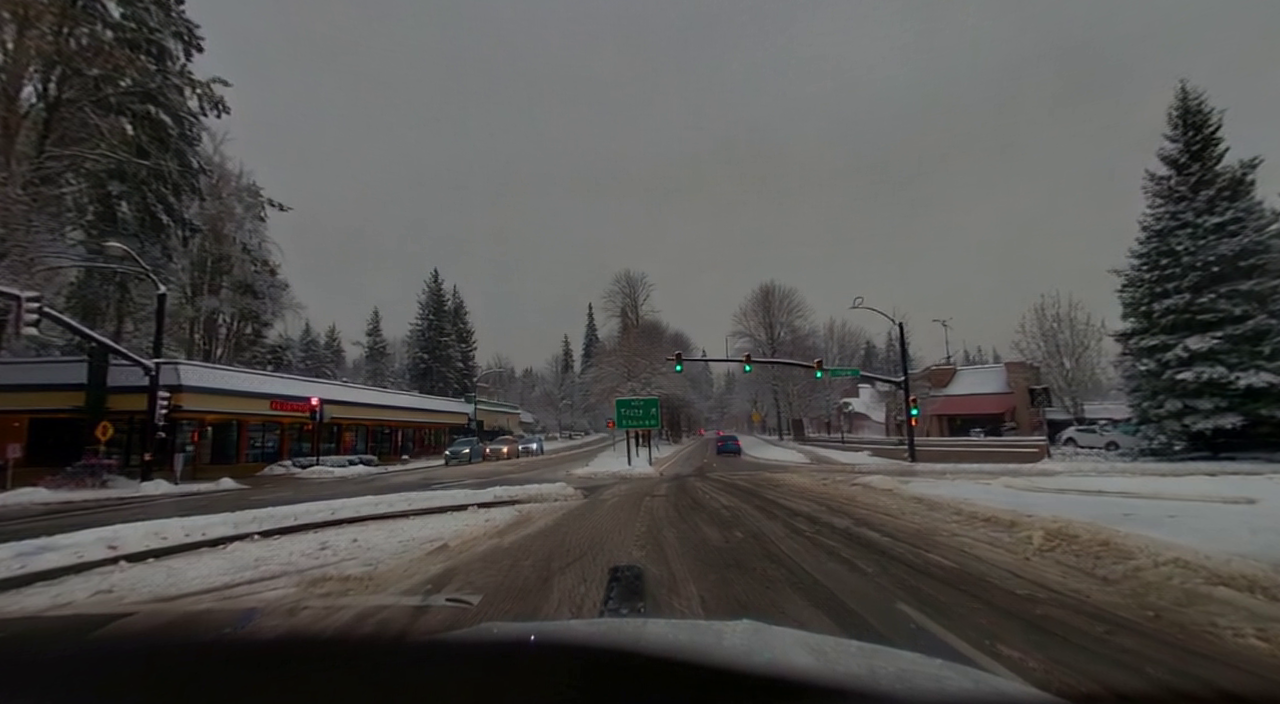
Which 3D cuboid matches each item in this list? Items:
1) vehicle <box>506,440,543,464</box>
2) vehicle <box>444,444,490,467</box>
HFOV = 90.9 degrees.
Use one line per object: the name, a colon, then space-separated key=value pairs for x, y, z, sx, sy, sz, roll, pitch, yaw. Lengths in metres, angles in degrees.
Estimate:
vehicle: x=-7.984 y=6.985 z=44.042 sx=1.920 sy=1.546 sz=4.086 roll=0 pitch=-9 yaw=-2
vehicle: x=-11.688 y=7.030 z=42.913 sx=2.111 sy=1.499 sz=4.371 roll=0 pitch=-9 yaw=-3
